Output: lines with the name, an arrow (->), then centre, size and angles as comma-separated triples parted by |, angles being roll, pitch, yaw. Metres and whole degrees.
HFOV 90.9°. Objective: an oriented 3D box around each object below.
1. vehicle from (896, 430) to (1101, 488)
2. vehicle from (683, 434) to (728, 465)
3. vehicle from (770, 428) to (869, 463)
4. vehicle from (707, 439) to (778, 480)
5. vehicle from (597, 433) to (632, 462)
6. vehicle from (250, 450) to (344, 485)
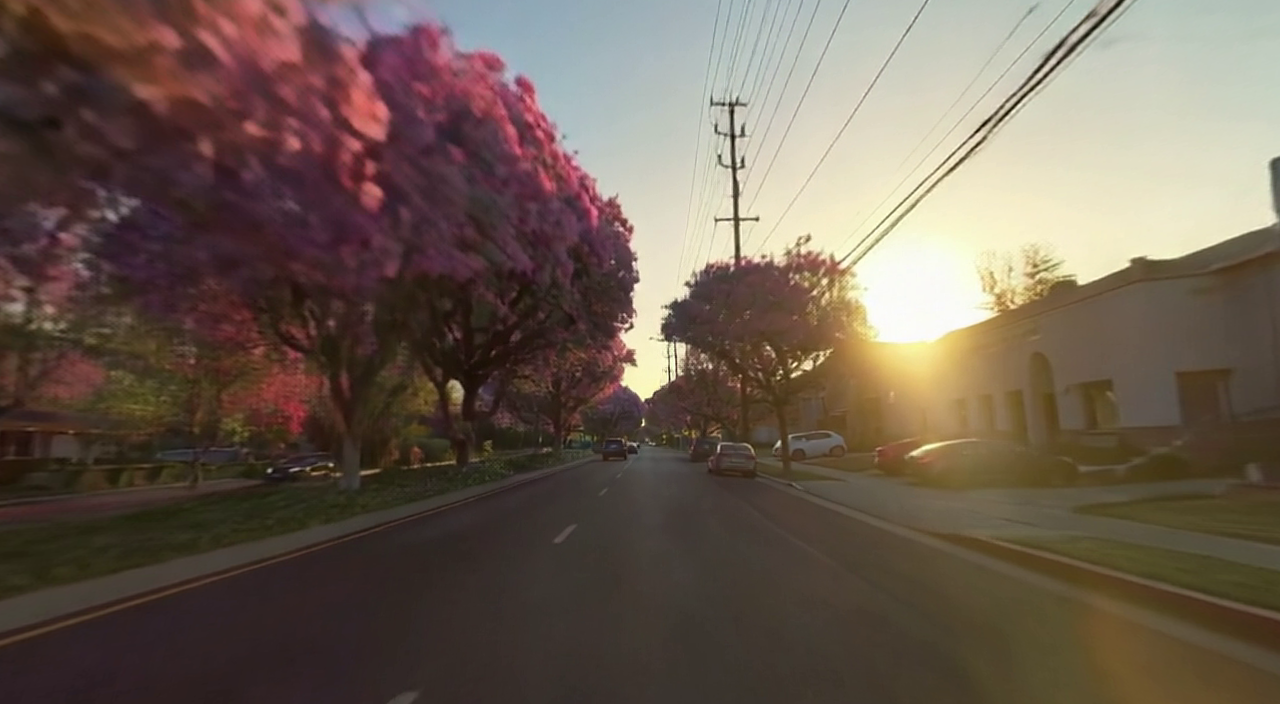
vehicle -> 9.650, 2.893, 17.234 | 4.430, 1.480, 1.923 | 0, -8, -2
vehicle -> 4.240, 6.455, 41.858 | 2.280, 1.904, 5.779 | 0, -8, -1
vehicle -> 9.891, 5.208, 35.011 | 4.818, 1.847, 2.257 | -1, -8, 2
vehicle -> 3.978, 4.259, 25.245 | 2.042, 1.465, 4.455 | 0, -8, 0
vehicle -> -1.774, 6.817, 45.074 | 2.202, 1.961, 4.980 | 0, -8, 1
vehicle -> -16.473, 5.530, 30.557 | 1.954, 1.497, 4.613 | 0, -8, 0
